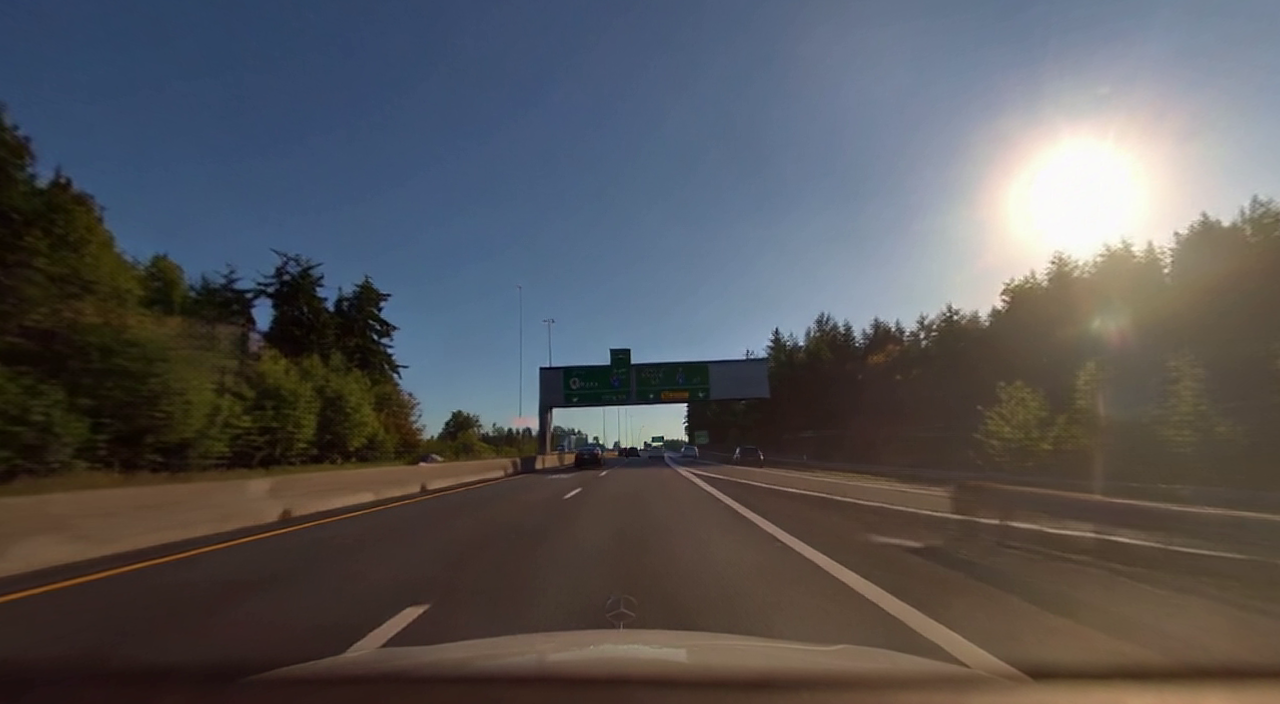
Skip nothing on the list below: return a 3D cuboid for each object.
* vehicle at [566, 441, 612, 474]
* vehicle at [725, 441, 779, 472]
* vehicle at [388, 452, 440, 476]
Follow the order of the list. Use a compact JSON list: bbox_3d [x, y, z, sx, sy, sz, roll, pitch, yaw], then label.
[{"bbox_3d":[-2.714,5.739,34.498,2.037,1.638,4.274,0,-9,1],"label":"vehicle"},{"bbox_3d":[6.279,5.893,35.896,2.021,1.639,4.203,0,-9,-3],"label":"vehicle"},{"bbox_3d":[-15.343,7.621,43.085,1.861,1.466,4.266,0,-9,1],"label":"vehicle"}]
